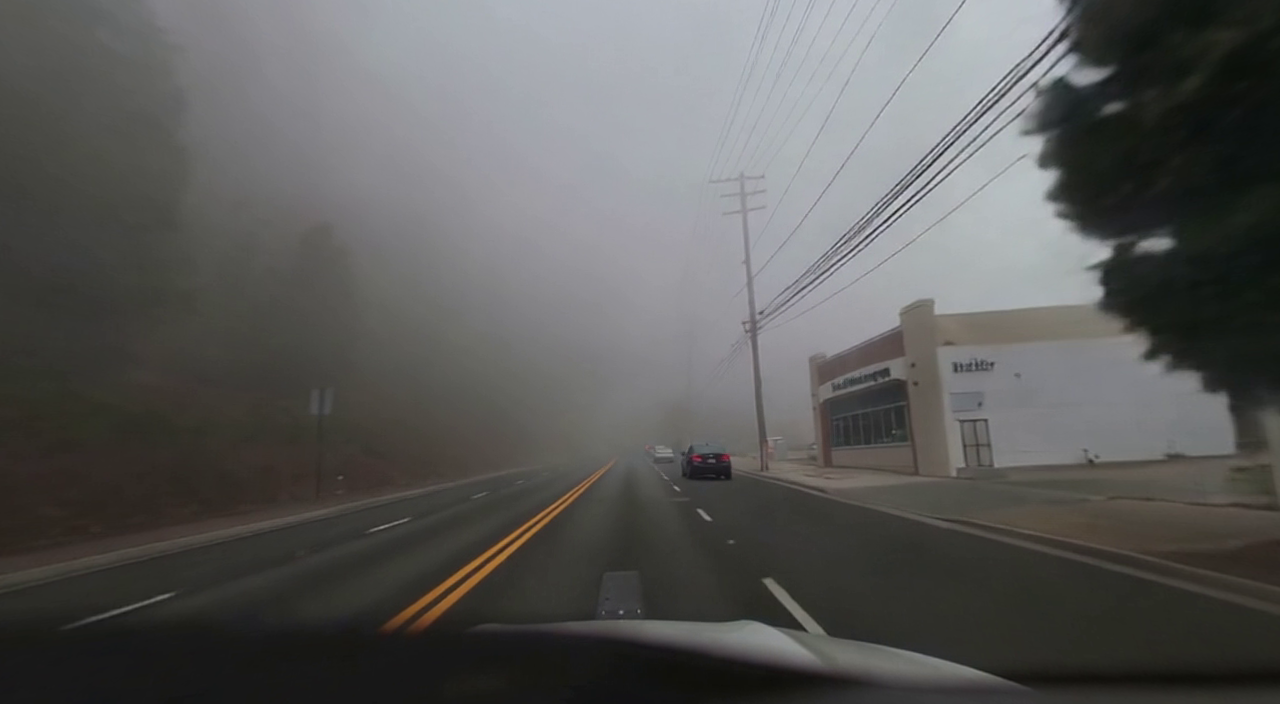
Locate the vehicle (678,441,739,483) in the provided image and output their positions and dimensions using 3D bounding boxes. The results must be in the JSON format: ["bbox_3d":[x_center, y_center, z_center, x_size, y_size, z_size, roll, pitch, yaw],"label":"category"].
[{"bbox_3d":[2.634,4.330,25.129,1.975,1.497,3.647,0,-9,-1],"label":"vehicle"}]
